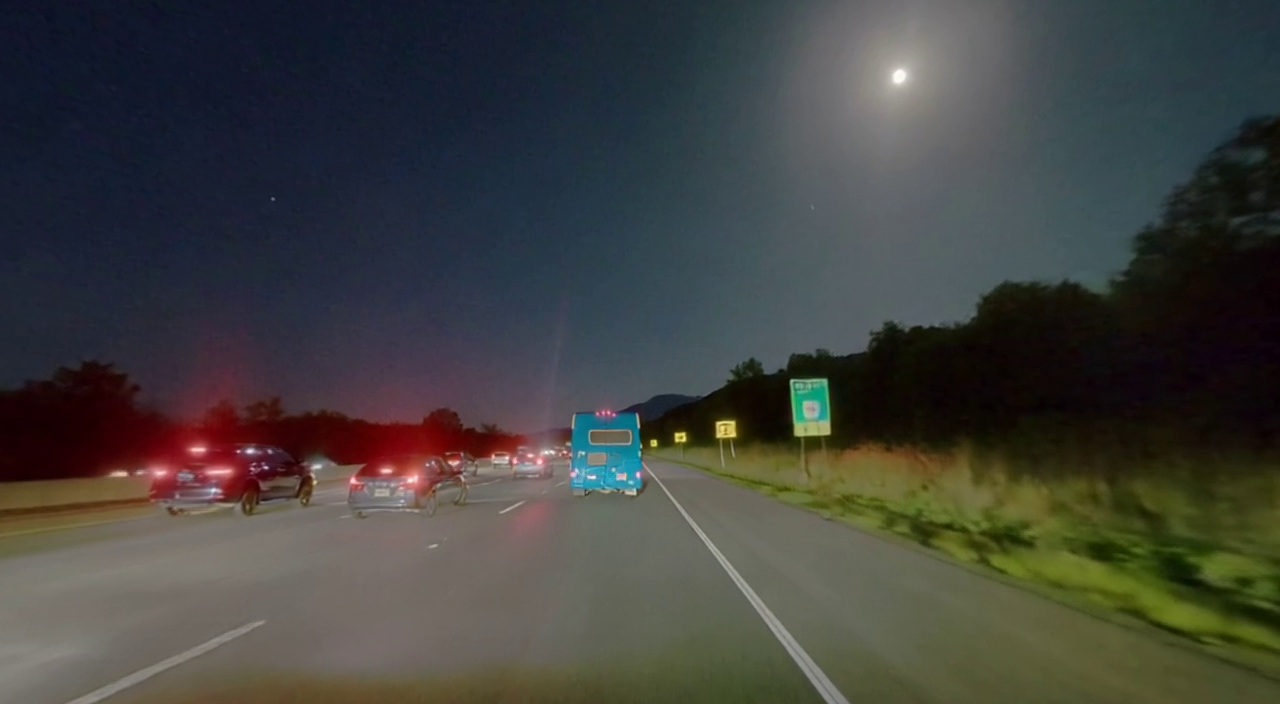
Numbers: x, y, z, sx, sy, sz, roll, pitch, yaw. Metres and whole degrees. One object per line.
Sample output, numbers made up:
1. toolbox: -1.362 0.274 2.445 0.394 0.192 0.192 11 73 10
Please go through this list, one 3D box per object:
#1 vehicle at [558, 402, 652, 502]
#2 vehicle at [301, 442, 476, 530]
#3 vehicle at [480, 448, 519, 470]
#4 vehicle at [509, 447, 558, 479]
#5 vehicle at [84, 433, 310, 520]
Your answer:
1. vehicle: -0.948 2.968 18.837 2.394 2.556 5.232 0 -9 -1
2. vehicle: -4.770 2.575 12.659 1.876 1.438 4.072 0 -9 -1
3. vehicle: -10.086 7.696 45.280 1.886 1.462 4.084 0 -9 -1
4. vehicle: -5.221 5.465 31.226 1.872 1.480 3.545 0 -9 -1
5. vehicle: -9.621 2.716 14.211 2.010 1.621 4.252 0 -9 -1
